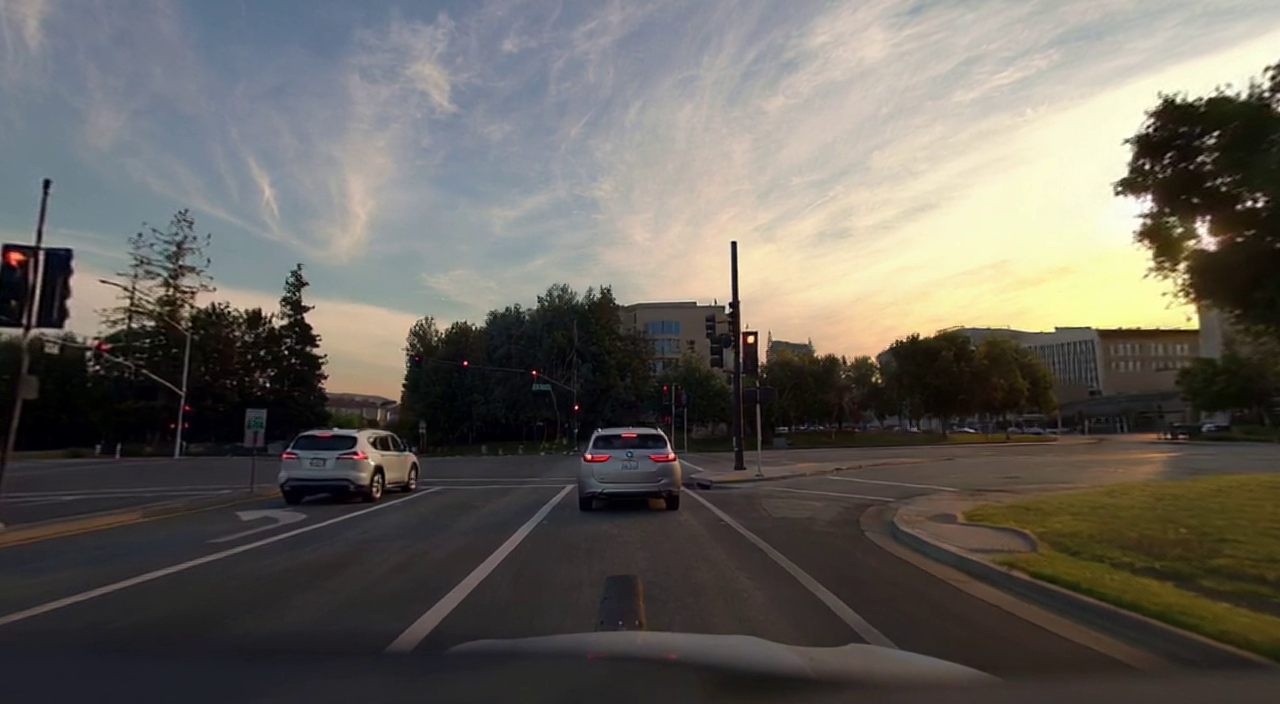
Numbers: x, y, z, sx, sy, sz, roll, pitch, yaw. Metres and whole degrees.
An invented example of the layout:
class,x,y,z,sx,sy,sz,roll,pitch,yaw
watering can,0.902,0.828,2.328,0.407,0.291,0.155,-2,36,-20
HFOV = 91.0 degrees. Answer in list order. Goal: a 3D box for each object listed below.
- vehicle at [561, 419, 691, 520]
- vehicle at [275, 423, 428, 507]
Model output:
class,x,y,z,sx,sy,sz,roll,pitch,yaw
vehicle,-0.388,2.272,12.632,2.154,1.670,4.140,1,-9,-4
vehicle,-6.664,2.650,15.135,2.020,1.695,4.187,1,-9,-6
